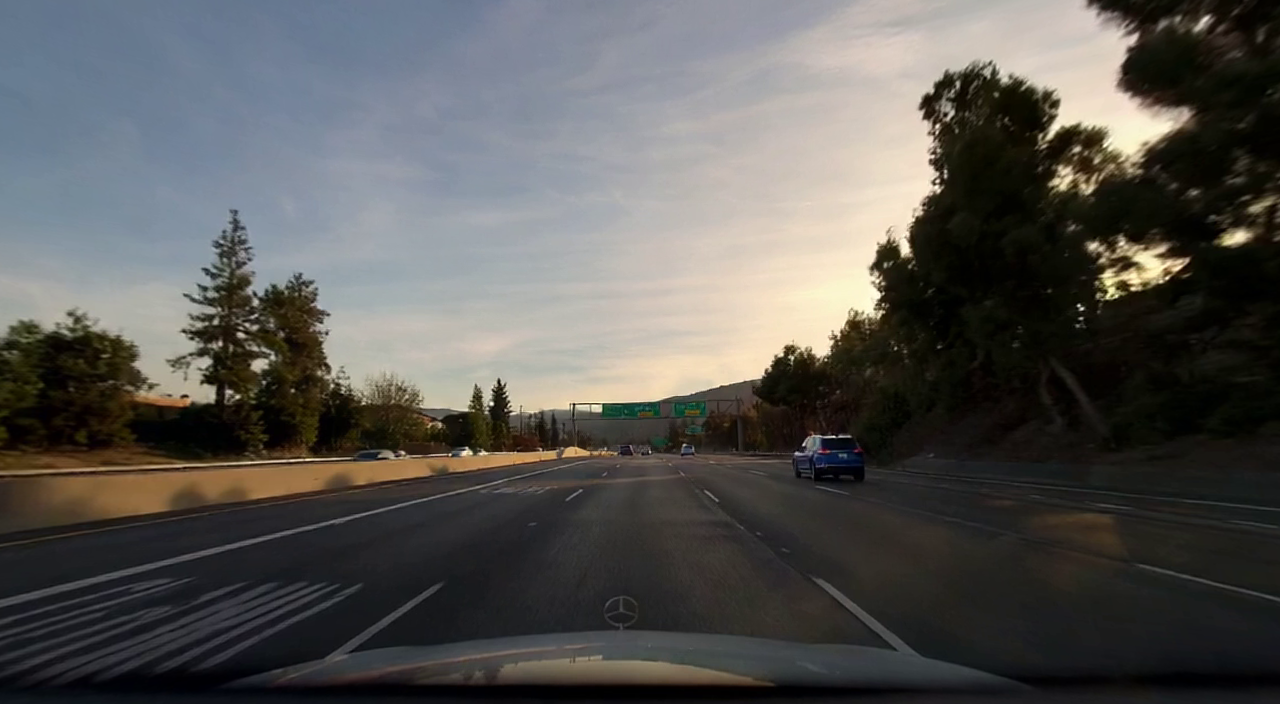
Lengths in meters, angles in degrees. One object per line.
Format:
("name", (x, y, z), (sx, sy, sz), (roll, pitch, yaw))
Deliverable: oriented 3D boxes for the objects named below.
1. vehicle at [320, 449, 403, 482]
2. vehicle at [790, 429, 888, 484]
("vehicle", (-13.514, 5.537, 31.012), (1.896, 1.470, 4.544), (0, -9, 2))
("vehicle", (7.535, 4.009, 24.449), (2.222, 1.899, 4.595), (0, -9, -1))
